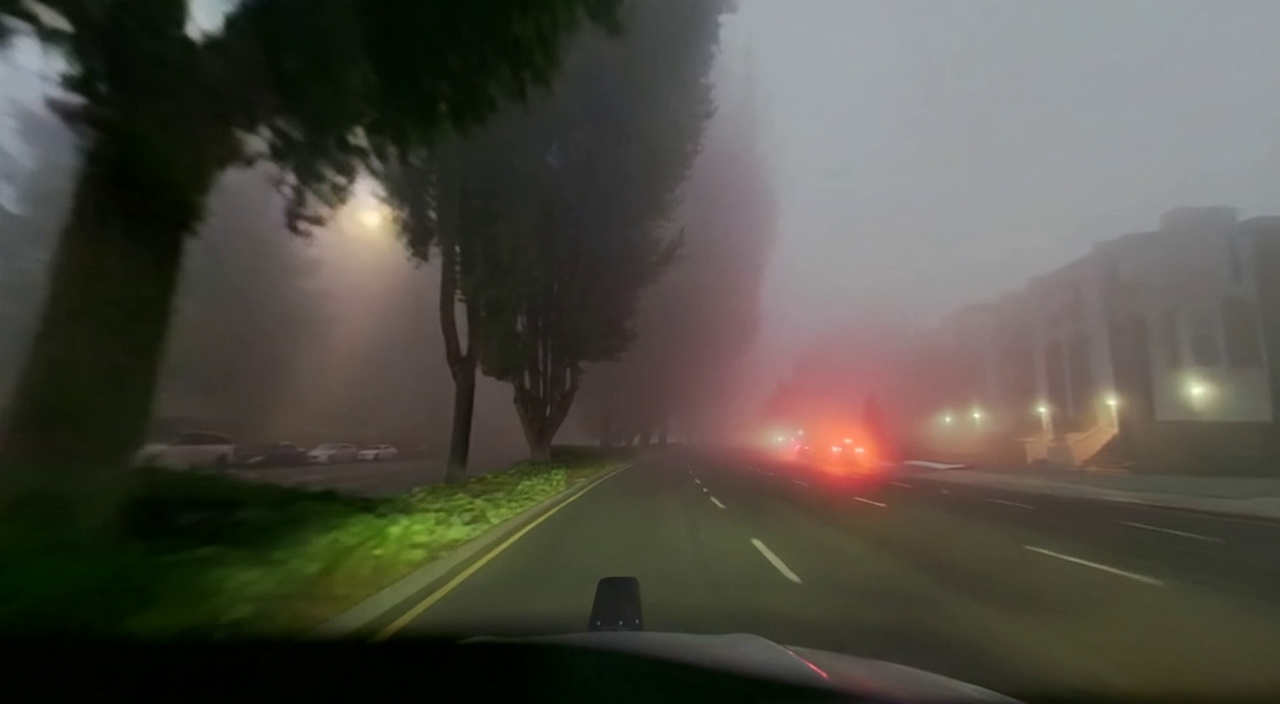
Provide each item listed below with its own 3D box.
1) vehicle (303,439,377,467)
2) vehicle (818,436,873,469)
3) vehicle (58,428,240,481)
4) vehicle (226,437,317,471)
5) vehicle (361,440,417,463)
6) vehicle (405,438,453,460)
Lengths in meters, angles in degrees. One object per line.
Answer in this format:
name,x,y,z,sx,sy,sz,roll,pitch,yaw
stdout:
vehicle,-17.573,5.979,37.325,1.823,1.455,4.680,-3,-9,5
vehicle,12.101,5.898,37.517,2.037,1.655,4.760,3,-7,6
vehicle,-18.488,3.912,24.316,2.226,1.733,5.775,-1,-9,3
vehicle,-18.115,5.057,31.312,1.802,1.487,4.359,-2,-9,2
vehicle,-17.151,6.830,43.395,1.829,1.452,4.562,-3,-9,2
vehicle,-16.391,7.627,49.356,1.908,1.500,4.470,-3,-10,5
